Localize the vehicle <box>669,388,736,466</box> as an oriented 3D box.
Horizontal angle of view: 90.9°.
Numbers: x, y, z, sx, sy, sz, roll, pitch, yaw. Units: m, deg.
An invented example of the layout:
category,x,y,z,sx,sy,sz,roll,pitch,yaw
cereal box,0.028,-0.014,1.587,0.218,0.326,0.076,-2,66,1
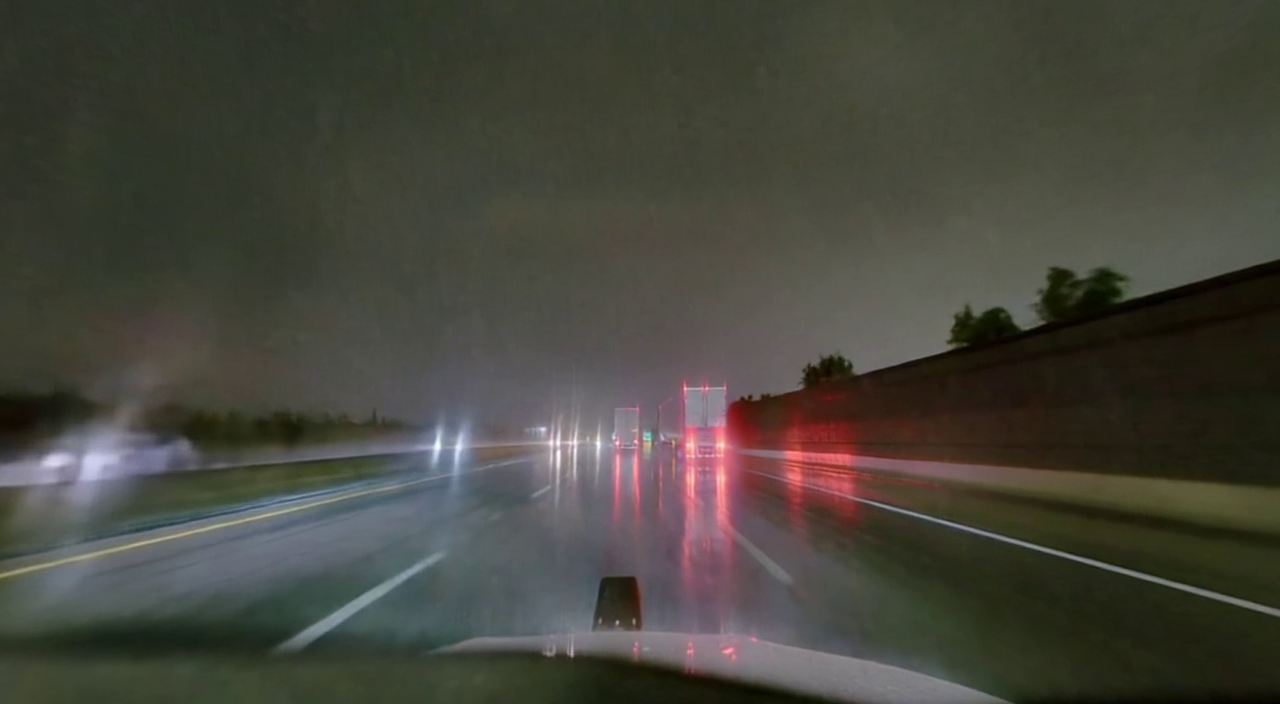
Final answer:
category,x,y,z,sx,sy,sz,roll,pitch,yaw
vehicle,3.433,4.462,37.000,2.873,3.998,8.286,0,-8,-2
